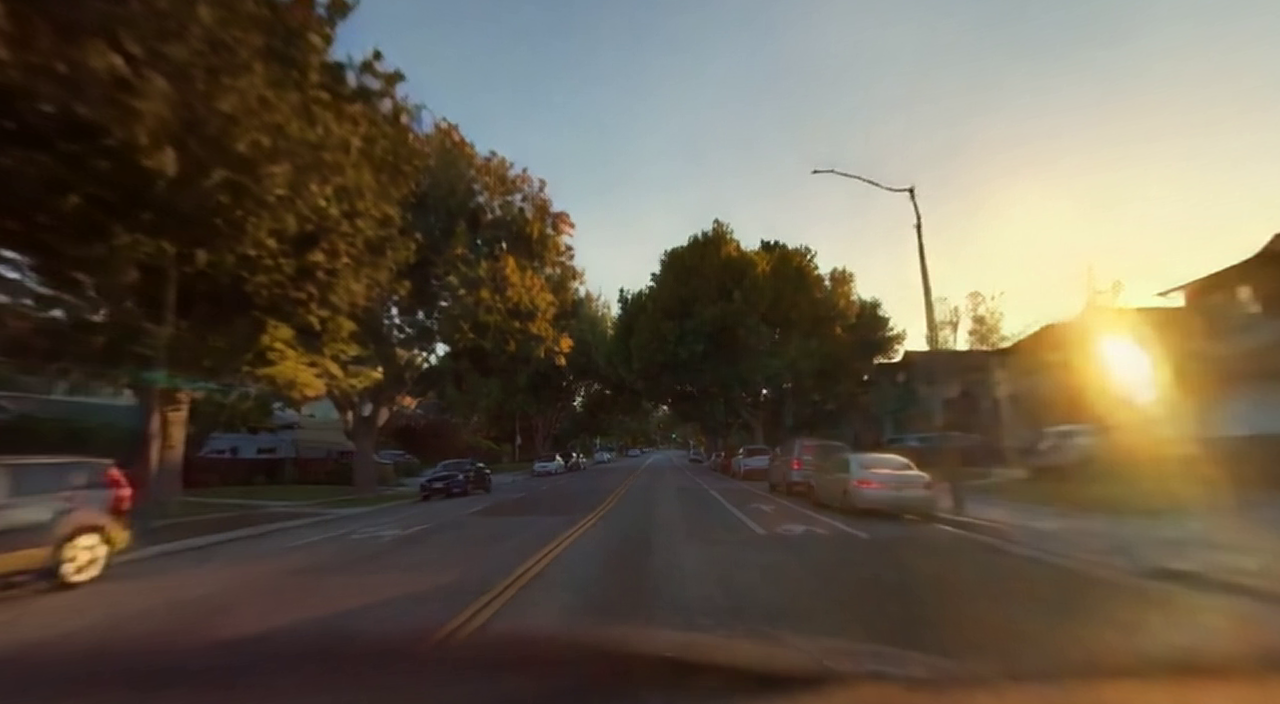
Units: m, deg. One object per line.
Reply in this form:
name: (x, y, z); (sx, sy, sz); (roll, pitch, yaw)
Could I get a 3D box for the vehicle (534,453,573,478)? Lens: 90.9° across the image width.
vehicle: (-6.074, 7.992, 44.585); (1.971, 1.479, 4.307); (-2, -8, 3)

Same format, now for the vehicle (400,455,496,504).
vehicle: (-6.764, 4.524, 22.734); (1.903, 1.463, 4.526); (-1, -8, 2)

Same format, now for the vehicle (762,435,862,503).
vehicle: (5.121, 3.544, 19.500); (2.089, 1.831, 4.492); (-1, -9, 4)

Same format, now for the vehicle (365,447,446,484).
vehicle: (-12.608, 6.079, 34.039); (3.513, 1.829, 1.976); (-1, -8, 11)

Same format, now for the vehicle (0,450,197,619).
vehicle: (-7.381, 1.912, 6.652); (1.996, 1.628, 4.603); (-1, -8, 1)

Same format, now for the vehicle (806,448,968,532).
vehicle: (4.981, 2.793, 13.472); (1.704, 1.445, 4.492); (0, -9, 1)

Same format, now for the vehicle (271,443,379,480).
vehicle: (-17.366, 6.041, 34.854); (4.886, 1.936, 2.108); (-2, -9, 8)

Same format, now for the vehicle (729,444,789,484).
vehicle: (5.609, 5.330, 30.345); (2.137, 1.747, 4.797); (-1, -9, 2)
